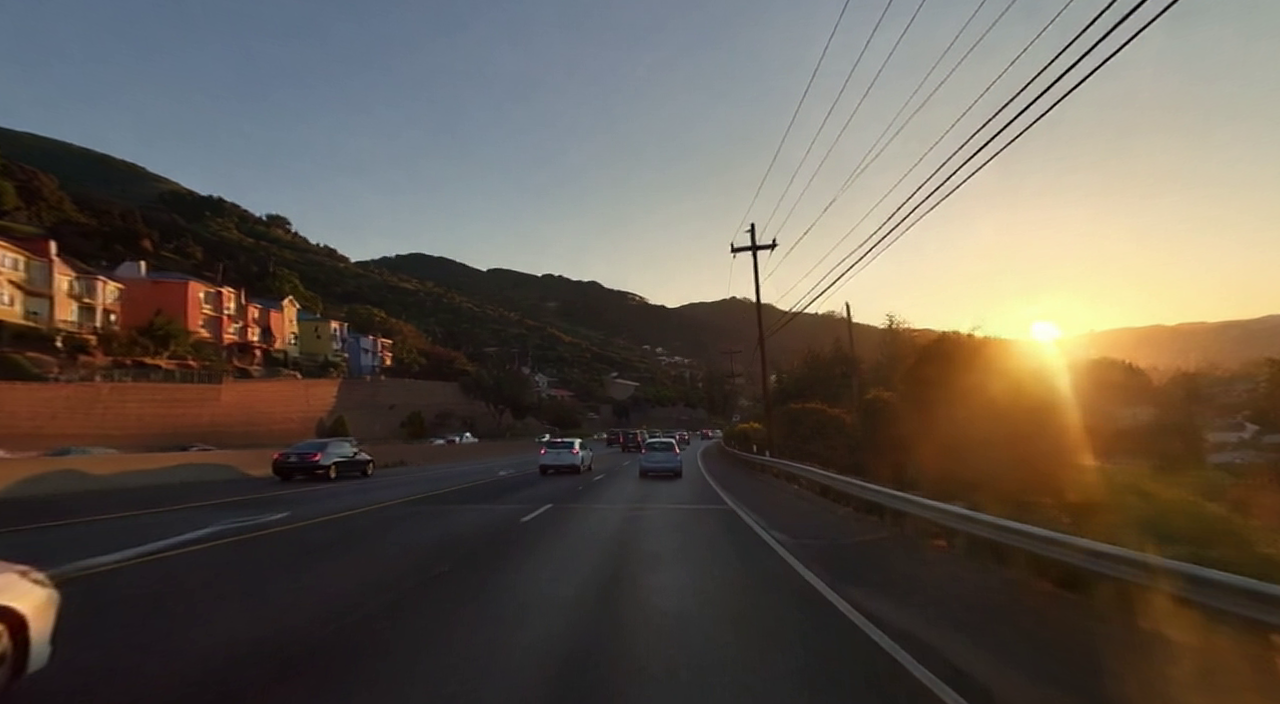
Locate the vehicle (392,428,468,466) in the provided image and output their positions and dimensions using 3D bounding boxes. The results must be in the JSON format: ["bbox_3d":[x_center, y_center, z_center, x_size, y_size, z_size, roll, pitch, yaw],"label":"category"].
[{"bbox_3d":[-11.788,5.403,35.841,2.105,1.971,4.868,-1,-8,7],"label":"vehicle"}]

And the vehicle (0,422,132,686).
[{"bbox_3d":[-4.651,0.921,2.032,1.956,1.478,4.789,0,-8,2],"label":"vehicle"}]

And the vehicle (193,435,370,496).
[{"bbox_3d":[-9.636,3.064,17.489,1.959,1.469,4.450,-1,-8,6],"label":"vehicle"}]

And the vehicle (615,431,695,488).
[{"bbox_3d":[0.496,3.152,18.727,2.109,1.495,3.935,0,-8,3],"label":"vehicle"}]

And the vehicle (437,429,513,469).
[{"bbox_3d":[-8.179,4.856,31.720,2.080,1.833,4.461,-1,-8,8],"label":"vehicle"}]

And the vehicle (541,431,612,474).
[{"bbox_3d":[-2.540,4.203,26.502,2.121,1.639,4.383,-1,-8,6],"label":"vehicle"}]

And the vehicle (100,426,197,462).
[{"bbox_3d":[-28.072,5.264,36.164,2.055,1.926,3.904,-1,-8,8],"label":"vehicle"}]
